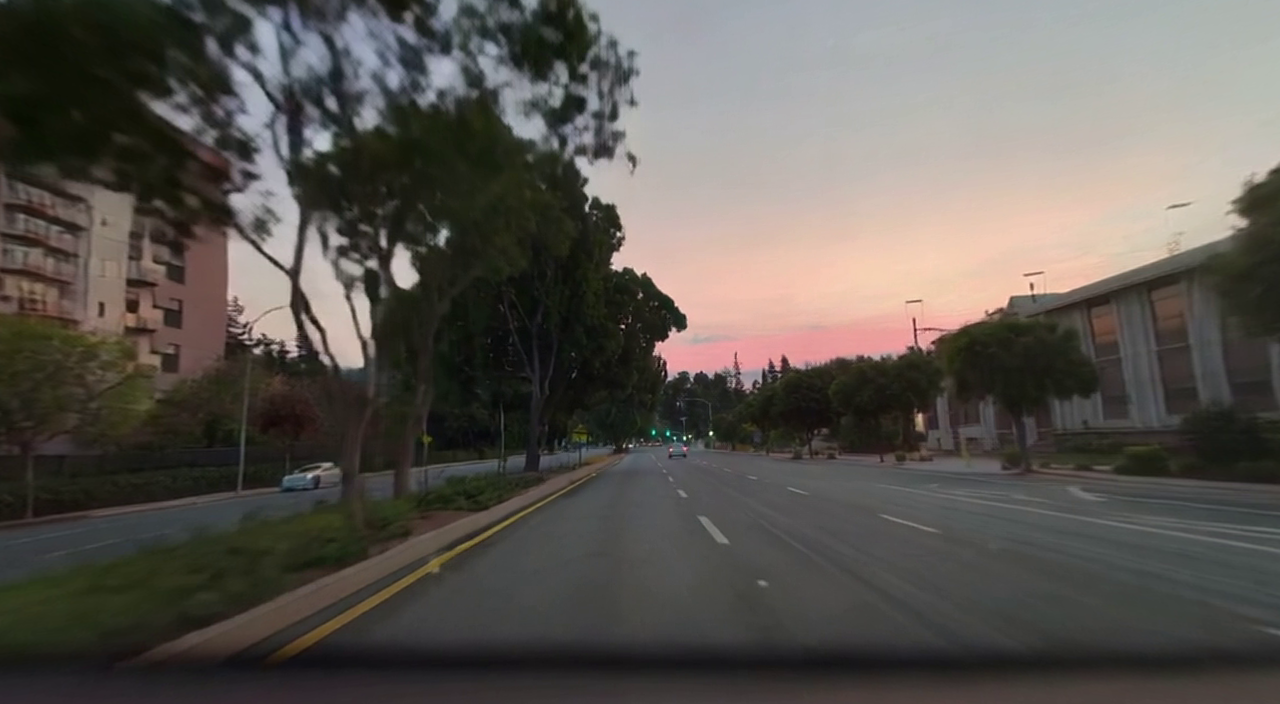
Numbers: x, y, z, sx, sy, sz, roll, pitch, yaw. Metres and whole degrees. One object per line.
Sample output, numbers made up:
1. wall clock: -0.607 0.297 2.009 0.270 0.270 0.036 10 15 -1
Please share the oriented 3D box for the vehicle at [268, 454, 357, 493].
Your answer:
1. vehicle: -15.927 5.904 31.009 1.975 1.629 4.491 0 -8 0
